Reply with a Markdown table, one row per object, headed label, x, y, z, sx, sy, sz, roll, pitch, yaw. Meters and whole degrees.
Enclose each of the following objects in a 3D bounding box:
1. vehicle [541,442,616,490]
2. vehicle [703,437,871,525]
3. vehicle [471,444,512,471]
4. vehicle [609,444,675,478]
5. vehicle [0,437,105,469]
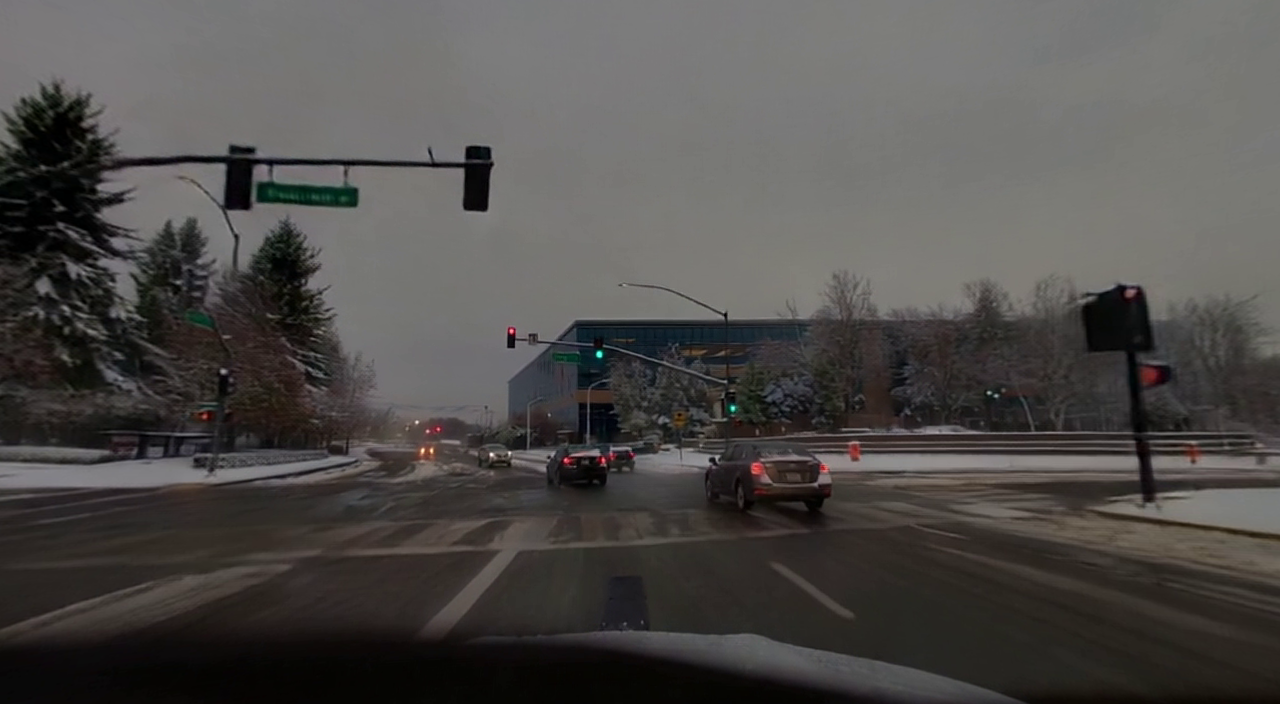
| label | x | y | z | sx | sy | sz | roll | pitch | yaw |
| --- | --- | --- | --- | --- | --- | --- | --- | --- | --- |
| vehicle | -2.345 | 4.057 | 22.866 | 2.308 | 1.535 | 4.811 | 2 | -9 | -10 |
| vehicle | 2.773 | 2.552 | 13.114 | 1.984 | 1.476 | 4.488 | 1 | -9 | -6 |
| vehicle | -9.116 | 6.404 | 38.469 | 2.012 | 1.492 | 4.079 | 4 | -8 | -18 |
| vehicle | 0.008 | 5.170 | 30.258 | 1.957 | 1.463 | 4.701 | 2 | -9 | -15 |
| vehicle | -31.624 | 5.411 | 33.882 | 3.796 | 1.595 | 1.808 | 3 | -9 | -18 |
